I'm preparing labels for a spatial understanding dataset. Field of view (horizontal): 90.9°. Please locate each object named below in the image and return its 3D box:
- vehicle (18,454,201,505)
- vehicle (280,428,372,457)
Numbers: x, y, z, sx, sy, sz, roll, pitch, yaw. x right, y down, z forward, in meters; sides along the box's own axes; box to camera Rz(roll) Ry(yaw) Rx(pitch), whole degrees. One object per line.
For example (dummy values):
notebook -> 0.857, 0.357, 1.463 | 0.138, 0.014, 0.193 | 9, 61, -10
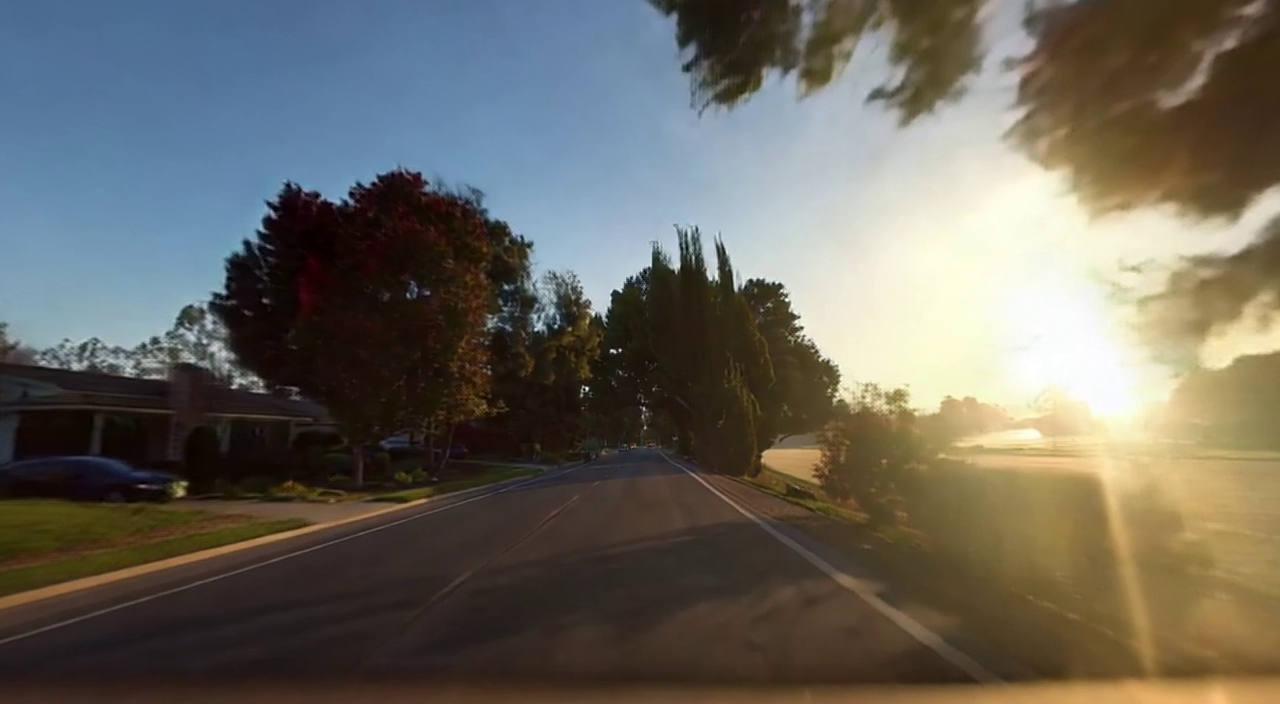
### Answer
vehicle -> -17.787, 4.266, 21.303 | 4.366, 1.589, 1.970 | 0, -8, 1
vehicle -> -19.993, 5.785, 40.320 | 4.640, 1.765, 2.242 | 0, -8, -3
